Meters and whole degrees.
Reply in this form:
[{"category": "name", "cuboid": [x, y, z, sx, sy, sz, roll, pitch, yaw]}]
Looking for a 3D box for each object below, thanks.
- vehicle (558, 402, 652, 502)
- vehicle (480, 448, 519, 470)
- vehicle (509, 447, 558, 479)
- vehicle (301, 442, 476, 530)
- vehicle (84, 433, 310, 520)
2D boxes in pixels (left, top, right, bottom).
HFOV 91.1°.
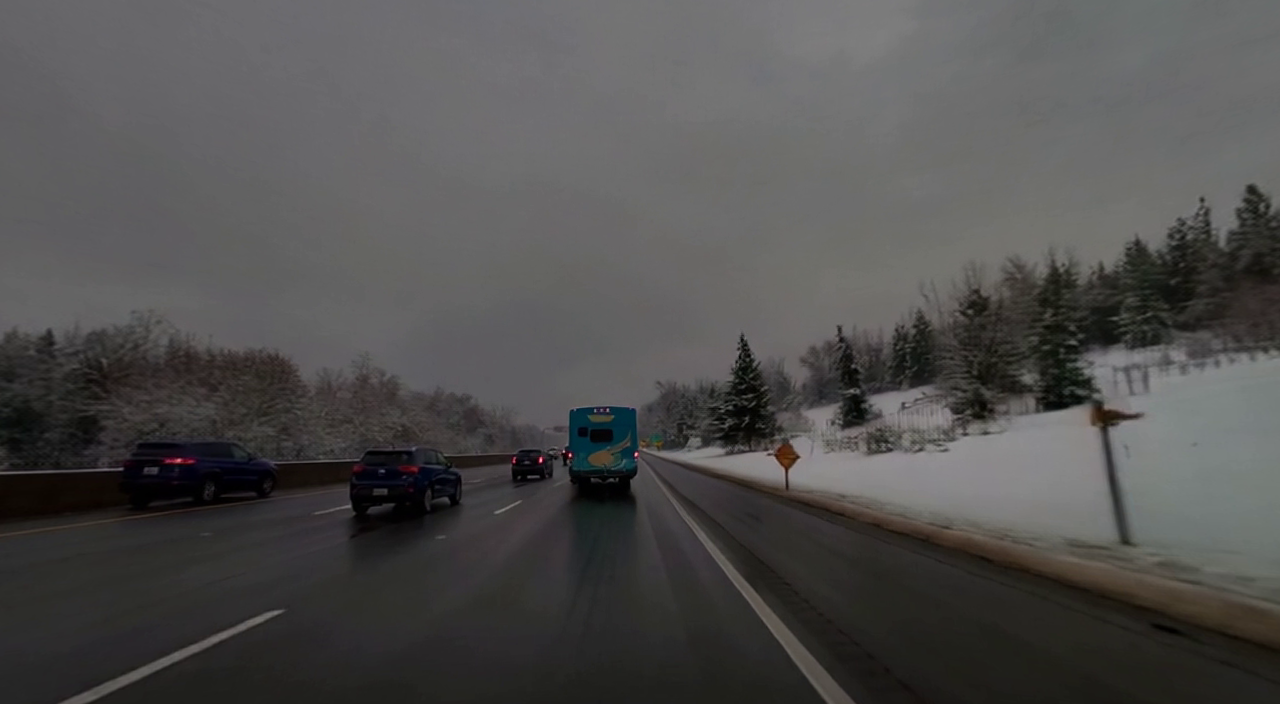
[{"category": "vehicle", "cuboid": [-0.948, 2.968, 18.837, 2.394, 2.556, 5.232, 0, -9, -1]}, {"category": "vehicle", "cuboid": [-10.086, 7.696, 45.280, 1.886, 1.462, 4.084, 0, -9, -1]}, {"category": "vehicle", "cuboid": [-5.221, 5.465, 31.226, 1.872, 1.480, 3.545, 0, -9, -1]}, {"category": "vehicle", "cuboid": [-4.770, 2.575, 12.659, 1.876, 1.438, 4.072, 0, -9, -1]}, {"category": "vehicle", "cuboid": [-9.621, 2.716, 14.211, 2.010, 1.621, 4.252, 0, -9, -1]}]
